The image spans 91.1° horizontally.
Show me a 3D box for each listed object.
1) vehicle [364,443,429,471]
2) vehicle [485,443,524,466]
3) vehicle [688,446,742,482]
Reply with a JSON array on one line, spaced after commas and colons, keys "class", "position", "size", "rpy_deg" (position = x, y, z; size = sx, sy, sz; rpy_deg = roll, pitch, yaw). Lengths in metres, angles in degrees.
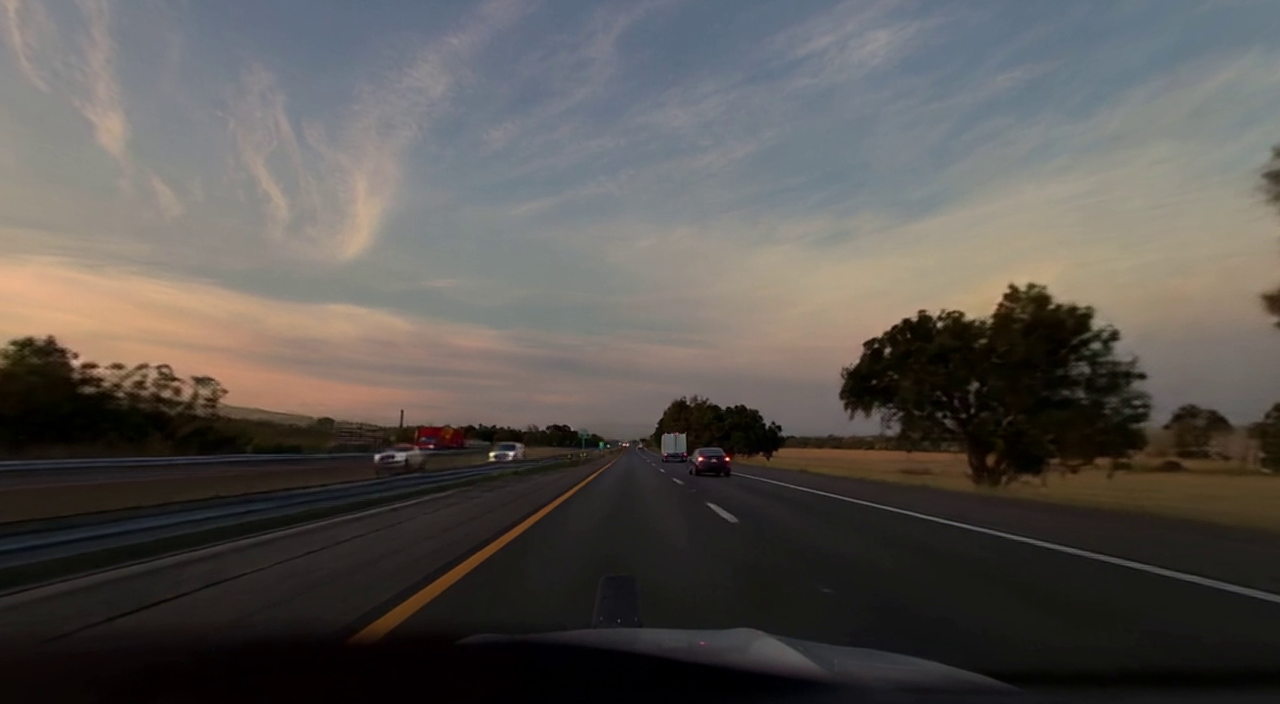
[{"class": "vehicle", "position": [-13.740, 5.926, 35.755], "size": [1.886, 1.475, 4.427], "rpy_deg": [0, -9, 0]}, {"class": "vehicle", "position": [-9.597, 7.268, 44.758], "size": [1.876, 1.500, 3.973], "rpy_deg": [0, -9, 0]}, {"class": "vehicle", "position": [3.318, 5.013, 28.356], "size": [1.836, 1.459, 3.766], "rpy_deg": [0, -9, -2]}]
